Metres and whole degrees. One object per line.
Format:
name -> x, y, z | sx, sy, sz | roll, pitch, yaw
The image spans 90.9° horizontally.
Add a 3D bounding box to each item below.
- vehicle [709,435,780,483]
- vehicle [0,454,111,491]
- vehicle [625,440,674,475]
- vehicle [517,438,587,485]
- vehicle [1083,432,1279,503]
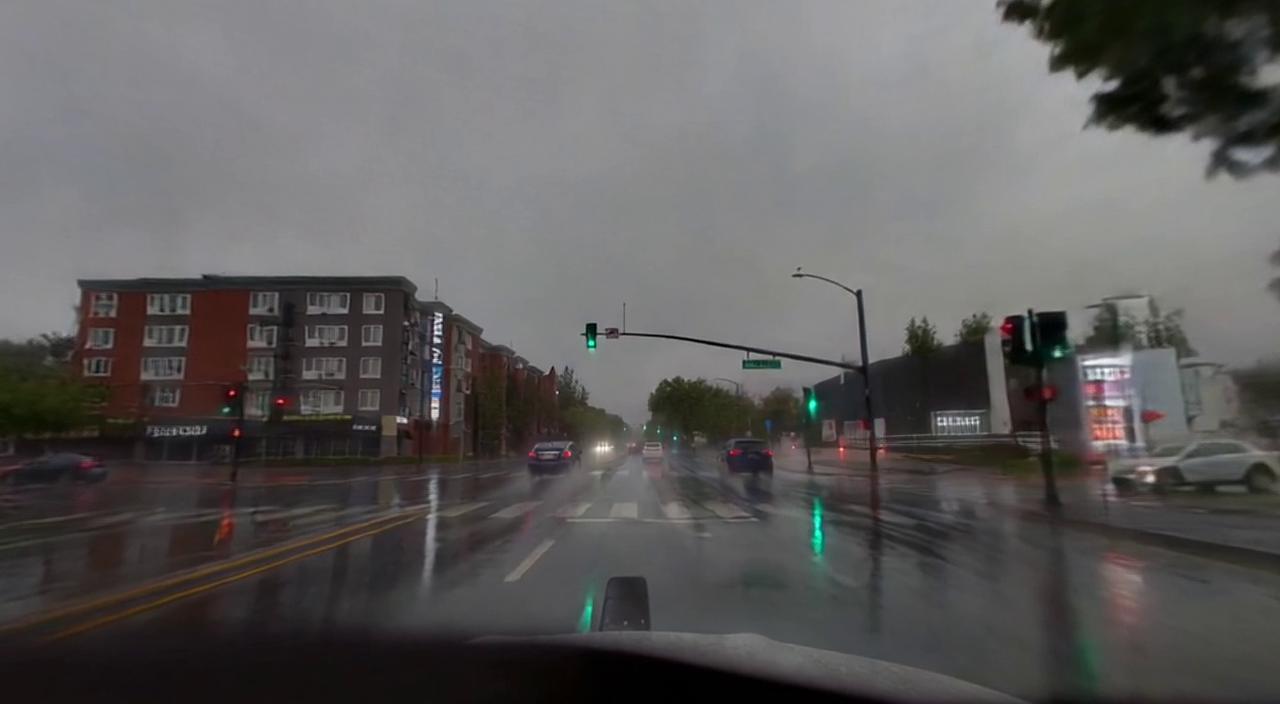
vehicle -> 3.806, 3.965, 23.588 | 1.987, 1.637, 3.896 | 0, -9, 0
vehicle -> -26.580, 5.279, 27.780 | 4.604, 1.491, 2.125 | 0, -9, 0
vehicle -> 0.422, 4.873, 29.334 | 2.103, 1.468, 4.094 | 0, -9, 0
vehicle -> -3.057, 3.896, 22.650 | 1.860, 1.510, 4.073 | 0, -9, 1
vehicle -> 15.676, 3.192, 17.662 | 4.921, 1.841, 1.957 | 0, -9, 1
